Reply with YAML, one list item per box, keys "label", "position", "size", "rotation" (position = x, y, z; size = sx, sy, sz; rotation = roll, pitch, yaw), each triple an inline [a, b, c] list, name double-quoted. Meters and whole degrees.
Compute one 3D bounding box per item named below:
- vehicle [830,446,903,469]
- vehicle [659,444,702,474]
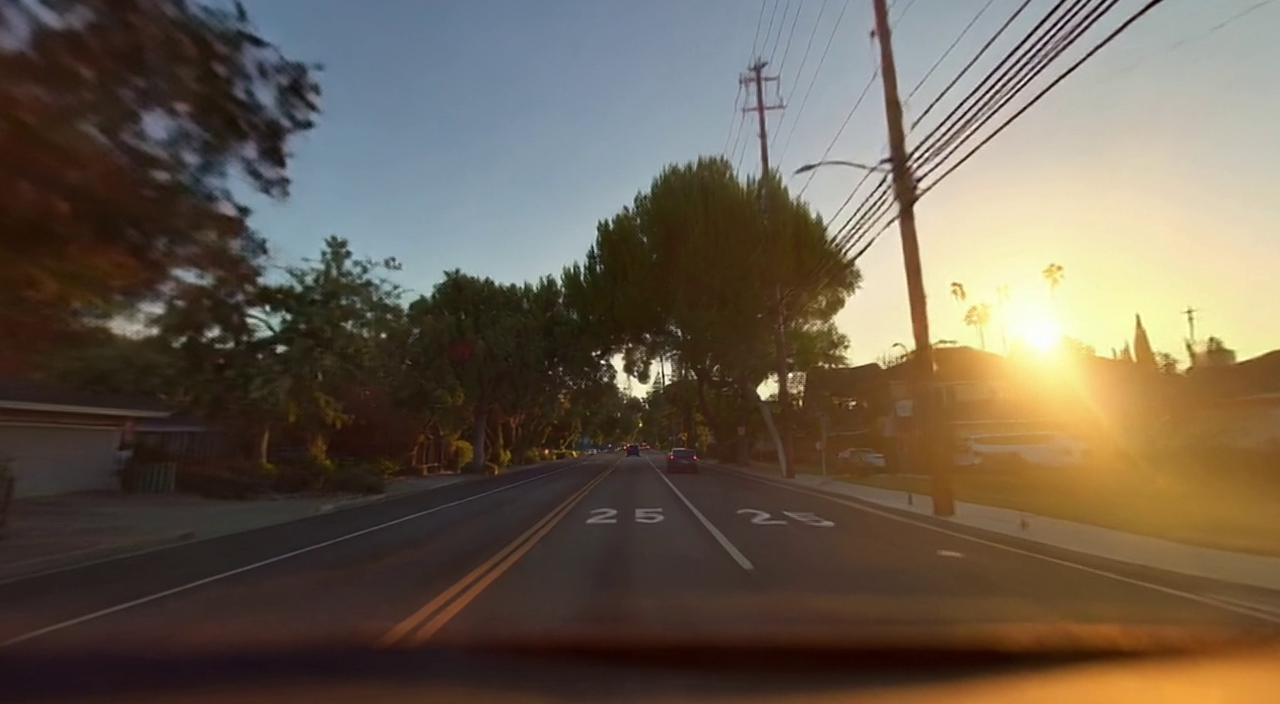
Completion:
- label: "vehicle"
  position: [14.441, 6.770, 40.462]
  size: [3.838, 1.405, 1.992]
  rotation: [1, -9, -6]
- label: "vehicle"
  position: [2.052, 5.569, 33.084]
  size: [1.975, 1.497, 3.647]
  rotation: [0, -9, 0]
